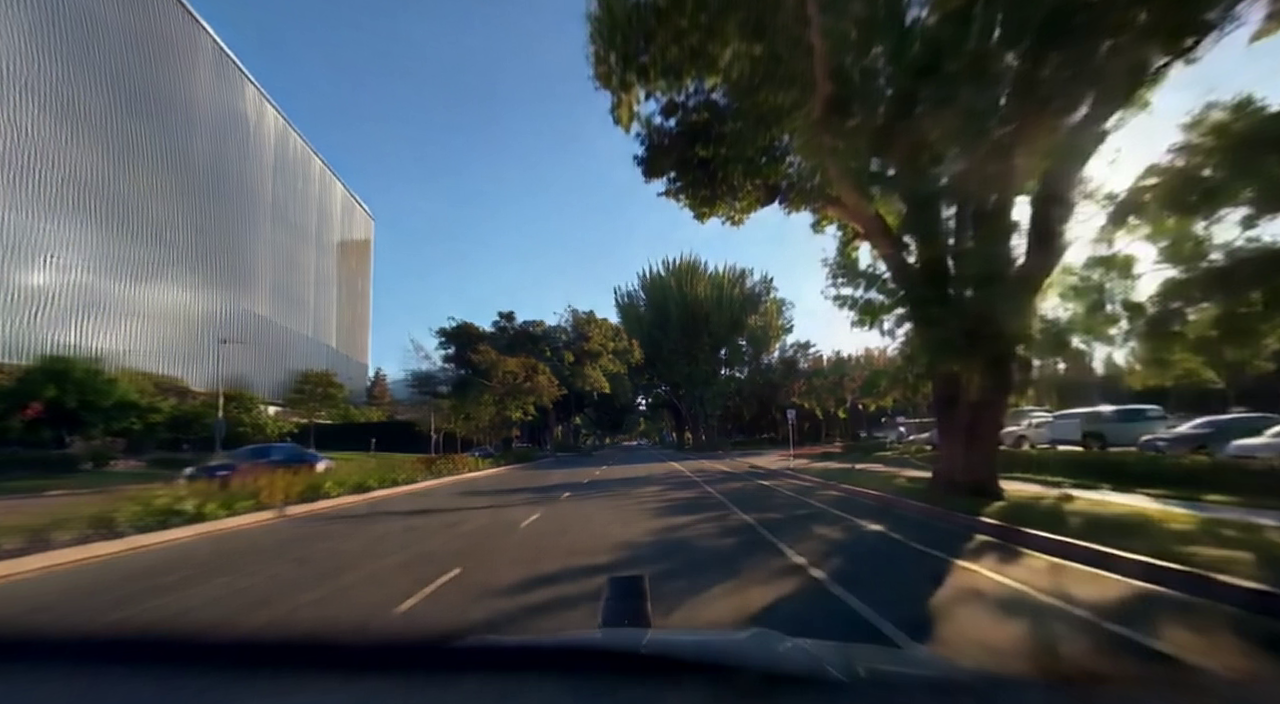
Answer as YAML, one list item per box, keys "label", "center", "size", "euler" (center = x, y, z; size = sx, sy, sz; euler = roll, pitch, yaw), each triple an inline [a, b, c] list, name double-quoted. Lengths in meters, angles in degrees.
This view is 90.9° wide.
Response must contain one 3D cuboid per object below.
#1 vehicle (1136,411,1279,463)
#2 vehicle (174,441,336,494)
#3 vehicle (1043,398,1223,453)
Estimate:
- label: "vehicle"
  center: [16.311, 2.361, 17.548]
  size: [3.348, 1.356, 1.991]
  euler: [0, -8, -5]
- label: "vehicle"
  center: [-12.182, 3.655, 20.458]
  size: [2.128, 1.514, 4.784]
  euler: [-1, -8, 2]
- label: "vehicle"
  center: [15.358, 2.320, 19.825]
  size: [3.935, 1.487, 2.018]
  euler: [-2, -7, 0]
